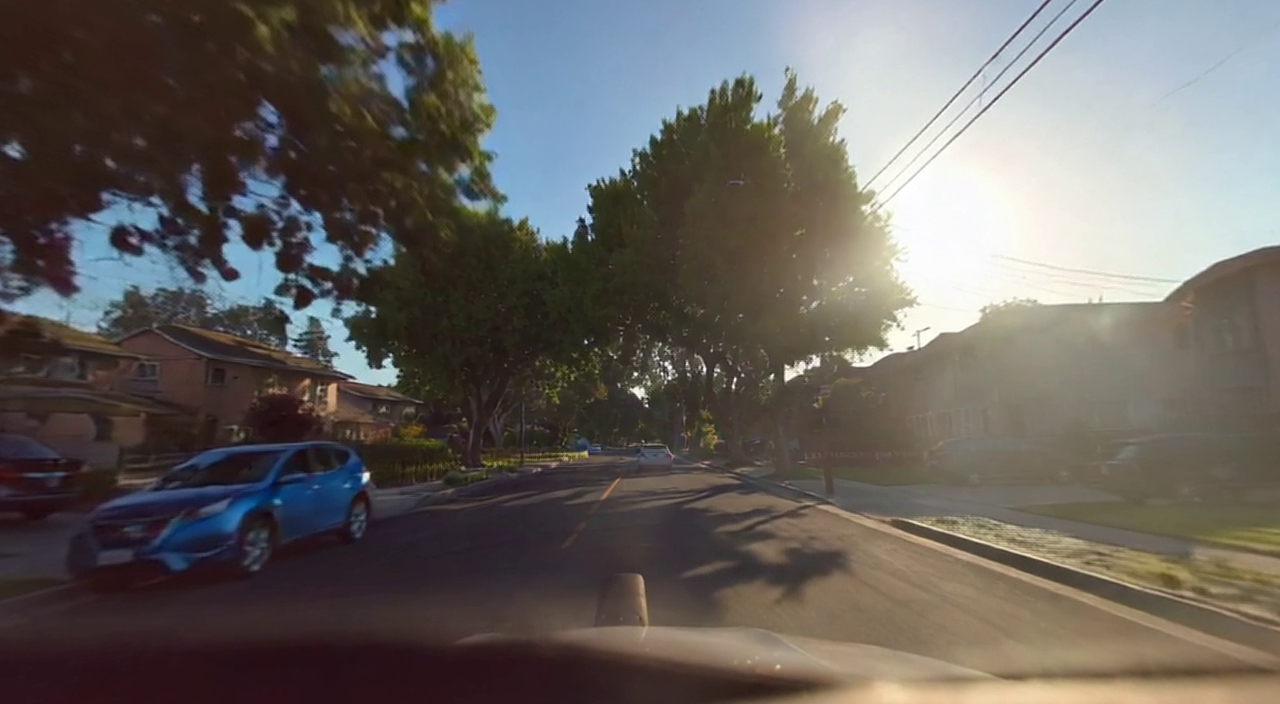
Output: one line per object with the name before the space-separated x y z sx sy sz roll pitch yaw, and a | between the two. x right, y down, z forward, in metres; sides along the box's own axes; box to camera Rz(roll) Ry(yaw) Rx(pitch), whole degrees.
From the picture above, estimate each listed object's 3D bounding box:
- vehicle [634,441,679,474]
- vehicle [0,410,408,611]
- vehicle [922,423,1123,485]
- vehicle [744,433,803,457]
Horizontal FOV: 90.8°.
vehicle | 0.725 4.967 29.957 2.000 1.449 4.006 0 -9 0
vehicle | -5.140 1.866 8.558 2.126 1.816 4.796 -3 -8 1
vehicle | 11.080 2.988 18.555 4.592 1.489 1.919 -3 -8 -1
vehicle | 10.073 7.051 47.747 4.009 1.747 1.839 -1 -9 0
